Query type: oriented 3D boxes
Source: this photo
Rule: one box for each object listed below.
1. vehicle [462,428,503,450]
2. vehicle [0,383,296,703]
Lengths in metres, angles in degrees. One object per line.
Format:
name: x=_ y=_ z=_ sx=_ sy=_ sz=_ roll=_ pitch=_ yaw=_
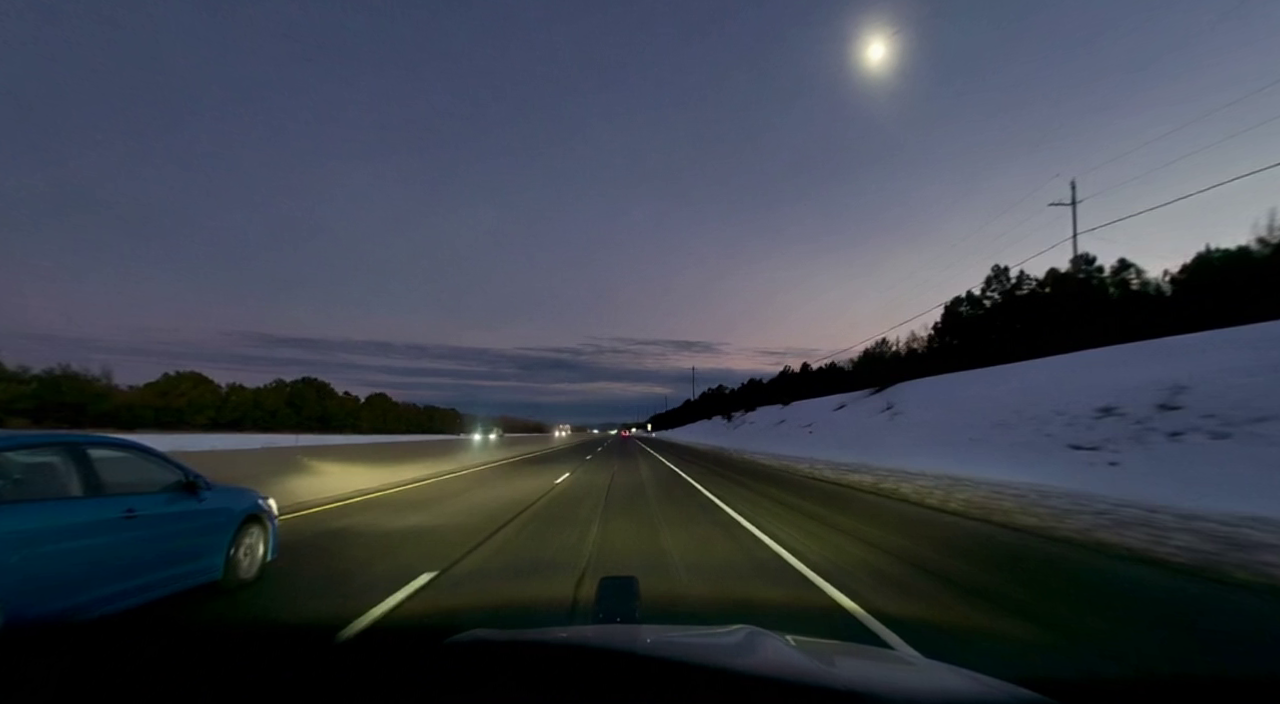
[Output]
vehicle: x=-11.650 y=6.469 z=46.826 sx=1.933 sy=1.526 sz=4.646 roll=0 pitch=-8 yaw=-1
vehicle: x=-3.921 y=0.974 z=3.284 sx=1.999 sy=1.536 sz=3.969 roll=0 pitch=-8 yaw=-1
